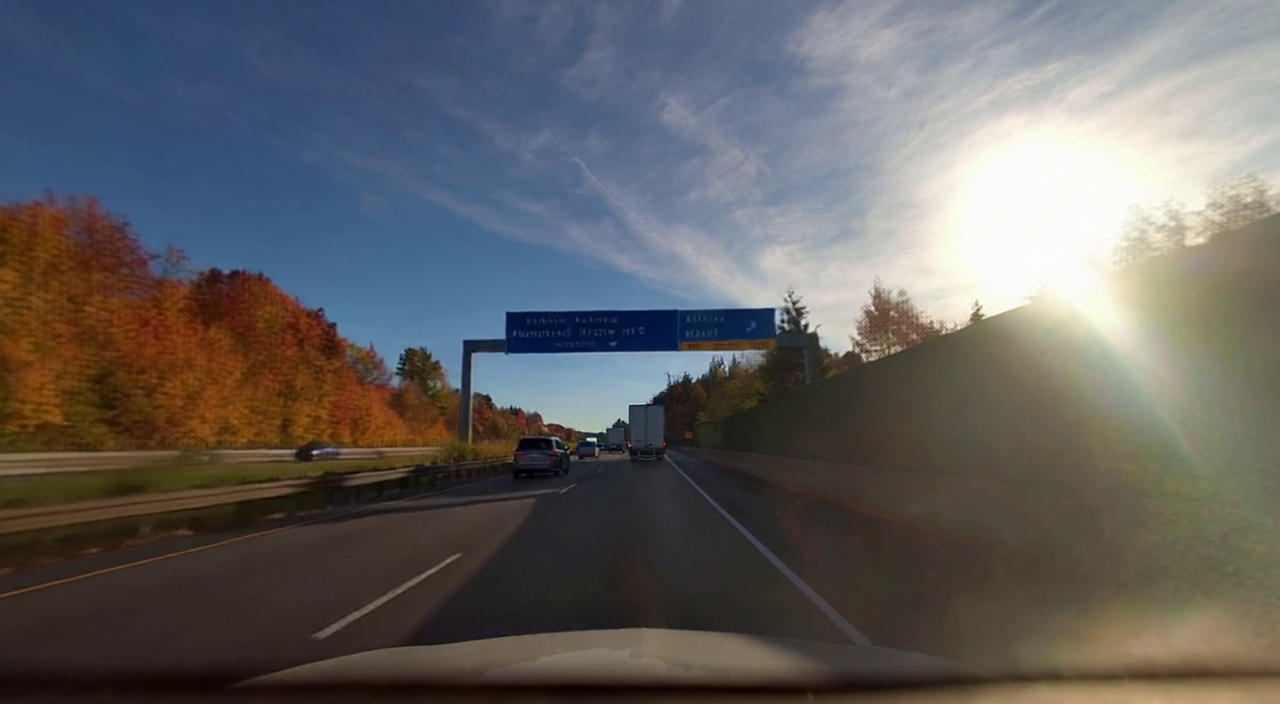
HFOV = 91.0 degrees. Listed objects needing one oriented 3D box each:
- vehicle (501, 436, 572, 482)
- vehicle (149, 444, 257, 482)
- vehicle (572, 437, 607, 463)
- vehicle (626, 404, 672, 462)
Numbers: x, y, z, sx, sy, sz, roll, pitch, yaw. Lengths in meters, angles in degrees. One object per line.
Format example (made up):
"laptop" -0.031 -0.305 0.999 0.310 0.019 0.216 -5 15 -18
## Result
"vehicle" -3.751 3.936 23.461 1.927 1.556 3.921 0 -8 1
"vehicle" -22.557 5.710 32.776 2.196 1.757 4.961 0 -8 -2
"vehicle" -3.286 6.497 41.889 1.962 1.575 4.158 0 -8 0
"vehicle" 0.672 5.884 45.332 2.933 3.701 10.425 0 -8 1
